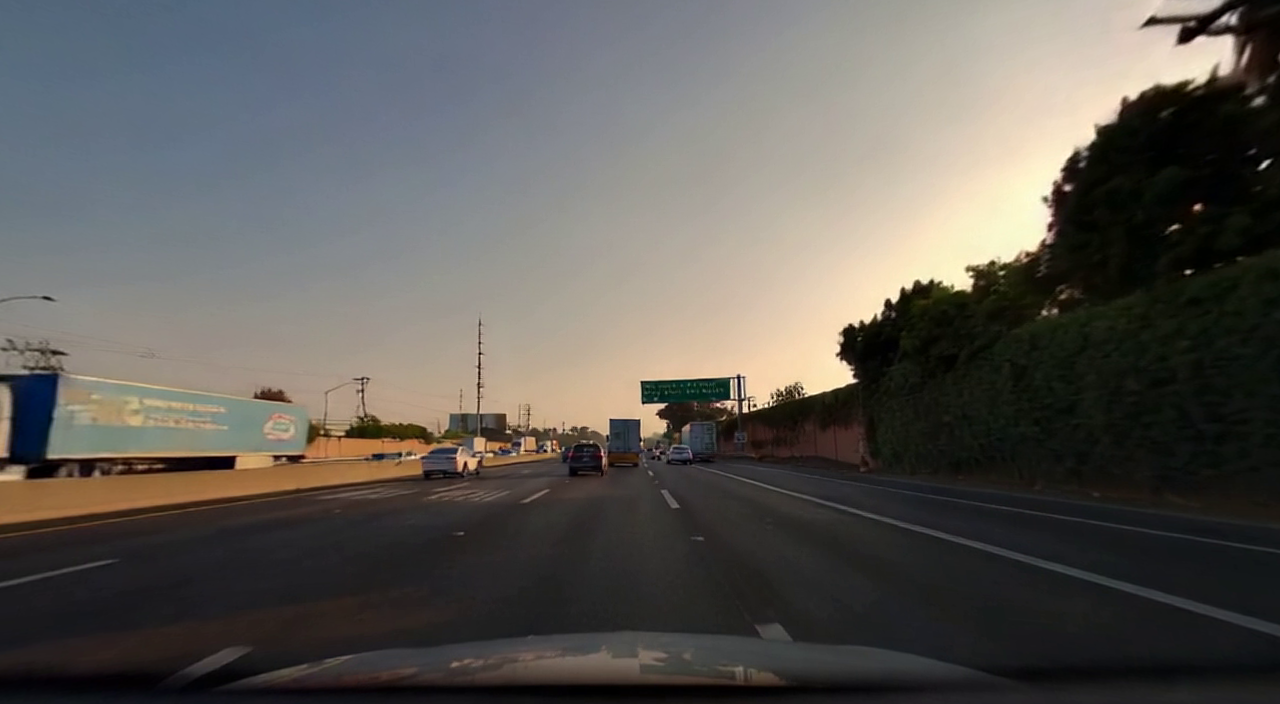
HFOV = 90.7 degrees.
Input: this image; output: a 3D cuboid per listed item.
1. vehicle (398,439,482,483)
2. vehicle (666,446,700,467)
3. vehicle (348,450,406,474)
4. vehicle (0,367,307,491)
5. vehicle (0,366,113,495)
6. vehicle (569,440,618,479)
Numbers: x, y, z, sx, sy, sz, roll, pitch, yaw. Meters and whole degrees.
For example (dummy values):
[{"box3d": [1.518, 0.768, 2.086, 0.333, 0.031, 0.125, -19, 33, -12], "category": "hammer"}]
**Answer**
[{"box3d": [-8.399, 4.616, 27.079, 2.129, 1.717, 4.593, 0, -9, 0], "category": "vehicle"}, {"box3d": [3.051, 7.538, 45.937, 2.015, 1.462, 4.691, 0, -9, -2], "category": "vehicle"}, {"box3d": [-16.954, 7.073, 41.030, 1.889, 1.439, 4.359, 0, -9, 0], "category": "vehicle"}, {"box3d": [-21.195, 3.742, 28.961, 2.863, 4.023, 16.558, 0, -9, 0], "category": "vehicle"}, {"box3d": [-21.101, 2.375, 19.126, 3.029, 3.918, 8.325, 0, -9, 0], "category": "vehicle"}, {"box3d": [-2.174, 5.091, 30.192, 2.132, 1.679, 4.045, 0, -9, -3], "category": "vehicle"}]
